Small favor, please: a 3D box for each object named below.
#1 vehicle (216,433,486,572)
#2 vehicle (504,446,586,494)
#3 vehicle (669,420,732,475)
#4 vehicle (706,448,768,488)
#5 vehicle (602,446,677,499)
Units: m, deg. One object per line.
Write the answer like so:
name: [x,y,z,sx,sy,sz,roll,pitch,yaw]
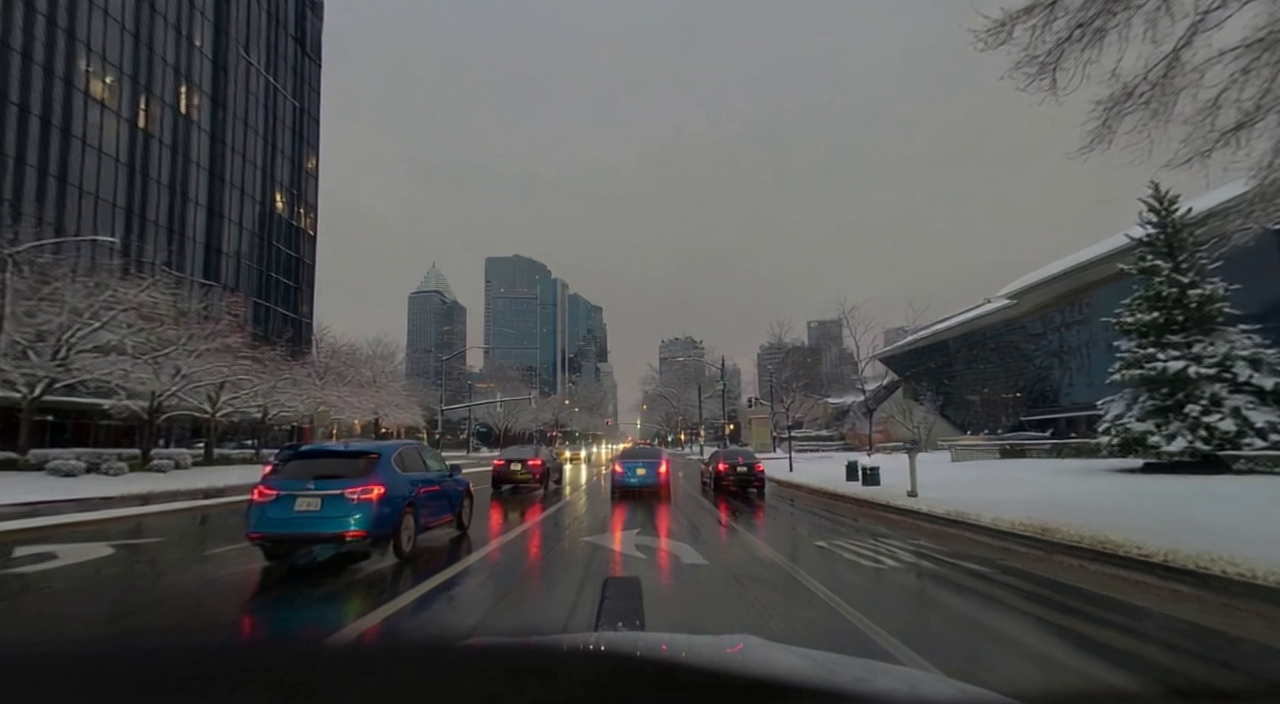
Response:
vehicle: [-3.749,2.000,9.186,1.933,1.520,4.195,0,-9,0]
vehicle: [-3.234,4.100,22.332,2.044,1.508,4.479,0,-9,2]
vehicle: [3.994,6.808,44.963,3.074,3.316,12.953,0,-9,-1]
vehicle: [4.010,4.849,26.663,1.940,1.514,4.187,0,-9,0]
vehicle: [0.018,3.831,20.496,2.174,1.509,4.374,0,-9,1]
